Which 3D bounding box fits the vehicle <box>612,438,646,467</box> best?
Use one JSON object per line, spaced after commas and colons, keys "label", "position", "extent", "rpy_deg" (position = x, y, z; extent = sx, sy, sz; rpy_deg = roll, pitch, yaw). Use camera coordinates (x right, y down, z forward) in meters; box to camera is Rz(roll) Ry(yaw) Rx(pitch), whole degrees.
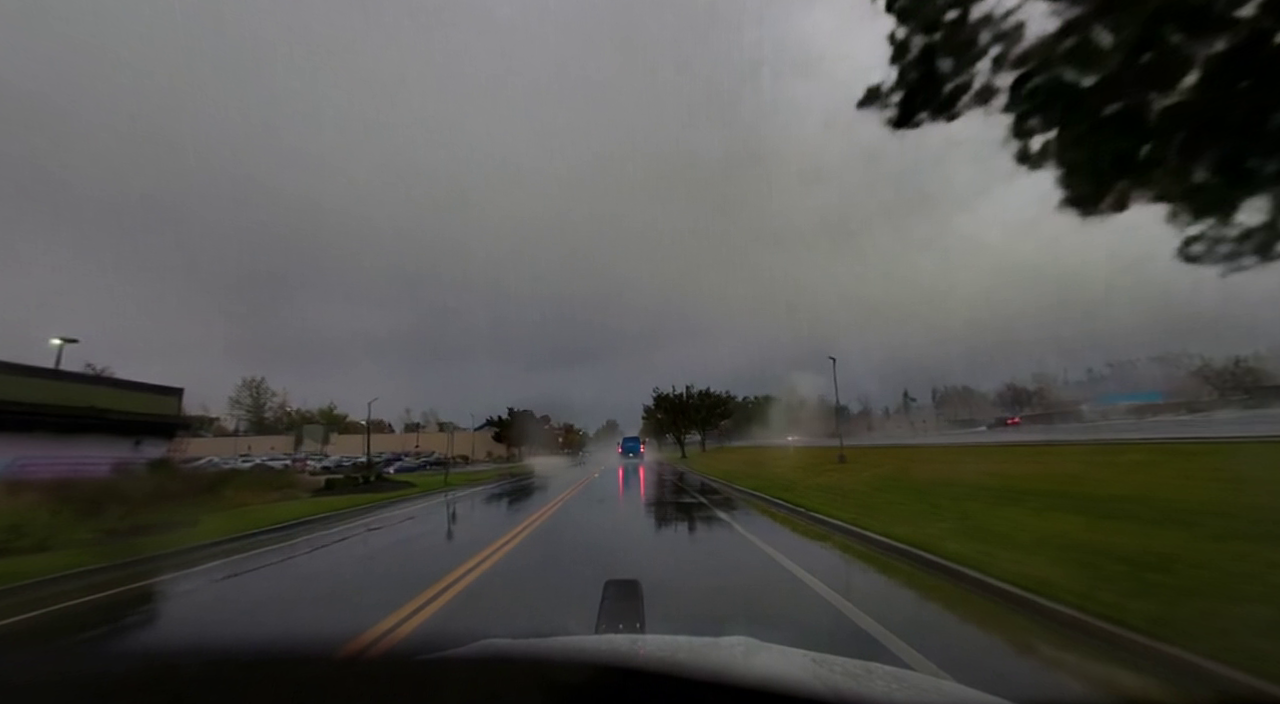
{"label": "vehicle", "position": [-0.889, 7.855, 49.593], "extent": [2.556, 2.063, 5.578], "rpy_deg": [0, -8, -1]}

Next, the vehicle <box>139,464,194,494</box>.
{"label": "vehicle", "position": [-27.358, 7.270, 36.438], "extent": [1.896, 1.481, 4.448], "rpy_deg": [8, -11, -42]}

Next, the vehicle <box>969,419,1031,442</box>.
{"label": "vehicle", "position": [25.448, 5.612, 44.784], "extent": [1.816, 1.517, 3.920], "rpy_deg": [1, -8, -6]}
